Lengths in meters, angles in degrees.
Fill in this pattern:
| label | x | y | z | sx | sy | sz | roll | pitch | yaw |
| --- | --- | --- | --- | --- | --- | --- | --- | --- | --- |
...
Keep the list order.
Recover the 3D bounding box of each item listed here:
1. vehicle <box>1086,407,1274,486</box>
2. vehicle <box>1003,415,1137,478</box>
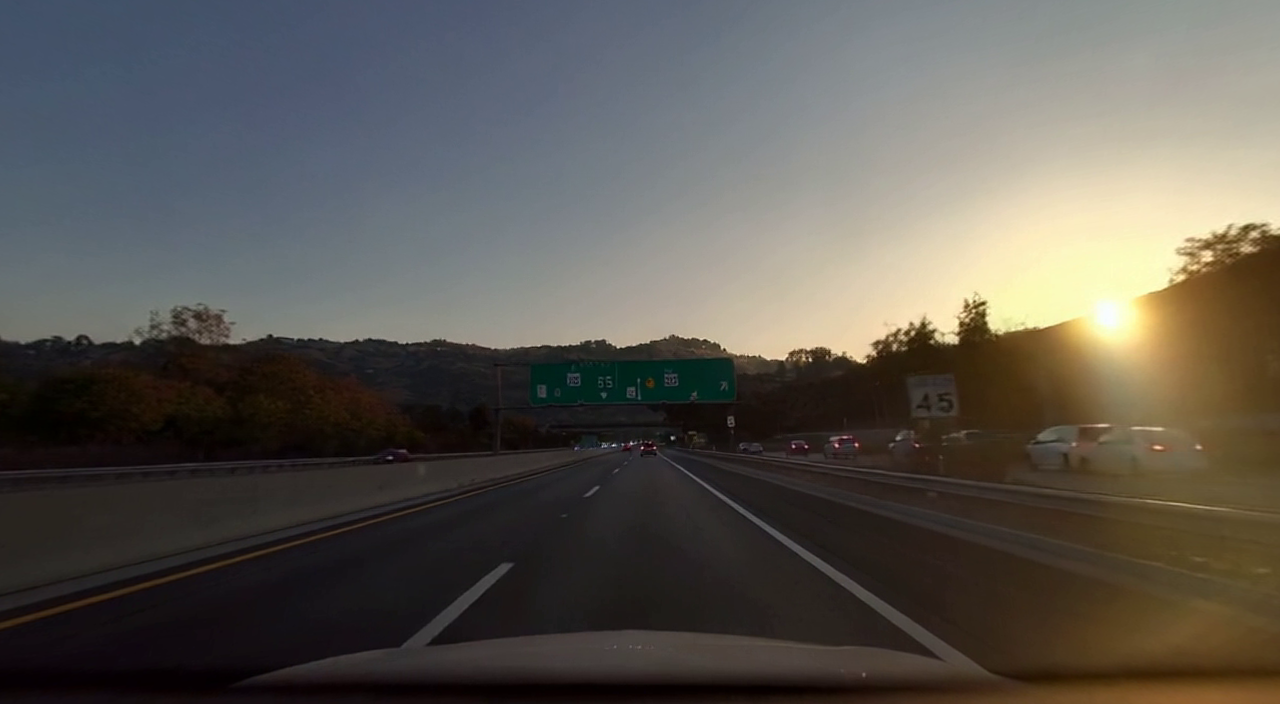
| label | x | y | z | sx | sy | sz | roll | pitch | yaw |
| --- | --- | --- | --- | --- | --- | --- | --- | --- | --- |
| vehicle | 27.550 | 4.923 | 32.830 | 2.898 | 3.543 | 7.437 | -1 | -9 | -1 |
| vehicle | 27.553 | 6.146 | 41.023 | 3.002 | 3.604 | 7.524 | -1 | -9 | -2 |
